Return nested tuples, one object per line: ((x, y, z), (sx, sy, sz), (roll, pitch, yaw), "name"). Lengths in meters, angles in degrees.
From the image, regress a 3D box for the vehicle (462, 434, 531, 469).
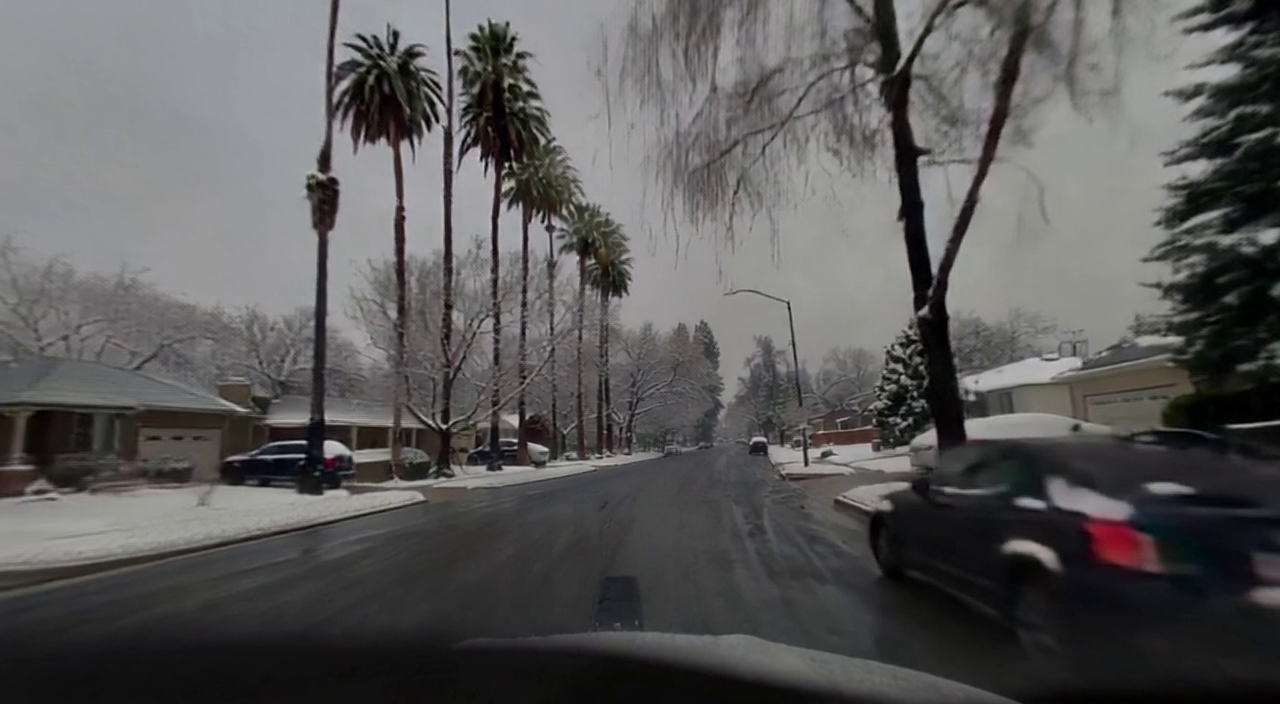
((-9.401, 6.582, 41.515), (3.918, 1.719, 1.988), (-4, -21, 5), "vehicle")

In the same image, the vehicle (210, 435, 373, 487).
((-12.580, 3.907, 22.821), (5.015, 1.746, 1.968), (-2, -9, 13), "vehicle")

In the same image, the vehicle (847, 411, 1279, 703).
((3.198, 1.294, 4.457), (2.045, 1.519, 4.231), (0, -8, 1), "vehicle")
